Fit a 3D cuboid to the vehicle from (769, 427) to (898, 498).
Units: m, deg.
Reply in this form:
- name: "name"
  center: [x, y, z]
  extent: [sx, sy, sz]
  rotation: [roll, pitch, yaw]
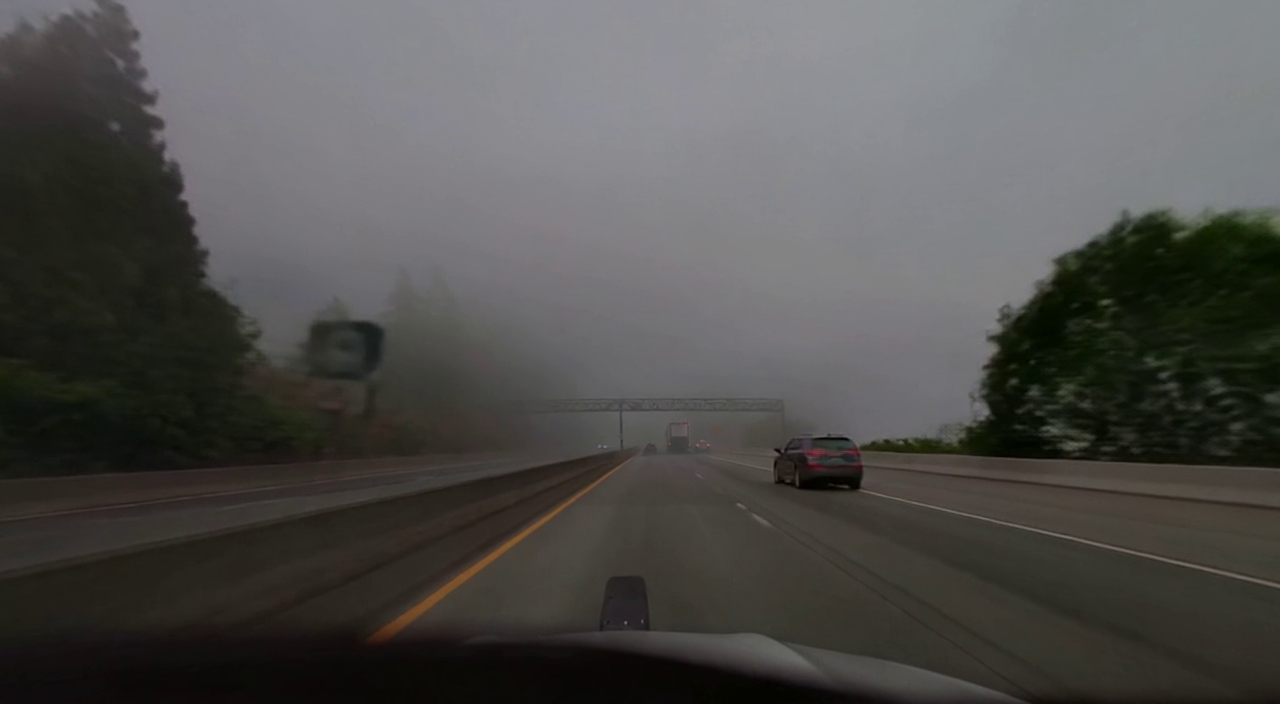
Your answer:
- name: "vehicle"
  center: [4.744, 2.761, 16.123]
  extent: [1.954, 1.550, 4.140]
  rotation: [0, -8, 0]
